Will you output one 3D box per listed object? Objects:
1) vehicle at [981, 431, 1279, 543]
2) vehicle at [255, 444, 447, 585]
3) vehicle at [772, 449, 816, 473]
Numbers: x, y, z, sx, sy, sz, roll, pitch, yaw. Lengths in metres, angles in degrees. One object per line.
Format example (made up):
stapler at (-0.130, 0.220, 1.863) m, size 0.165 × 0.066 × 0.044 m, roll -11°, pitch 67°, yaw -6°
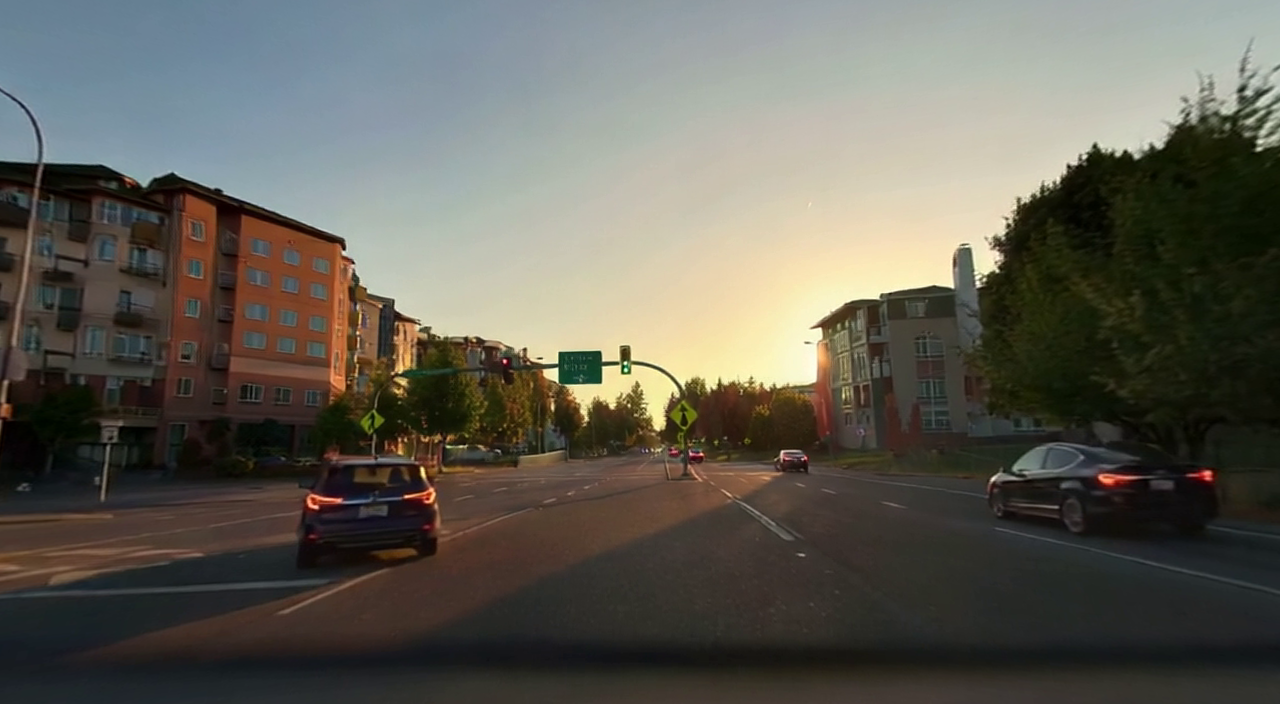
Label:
vehicle at (8.308, 2.300, 11.282) m, size 2.007 × 1.586 × 4.210 m, roll -1°, pitch -9°, yaw 1°
vehicle at (-4.203, 2.147, 9.125) m, size 2.014 × 1.525 × 3.670 m, roll 4°, pitch -10°, yaw -26°
vehicle at (10.036, 7.113, 41.218) m, size 1.931 × 1.475 × 4.092 m, roll -1°, pitch -9°, yaw 1°
